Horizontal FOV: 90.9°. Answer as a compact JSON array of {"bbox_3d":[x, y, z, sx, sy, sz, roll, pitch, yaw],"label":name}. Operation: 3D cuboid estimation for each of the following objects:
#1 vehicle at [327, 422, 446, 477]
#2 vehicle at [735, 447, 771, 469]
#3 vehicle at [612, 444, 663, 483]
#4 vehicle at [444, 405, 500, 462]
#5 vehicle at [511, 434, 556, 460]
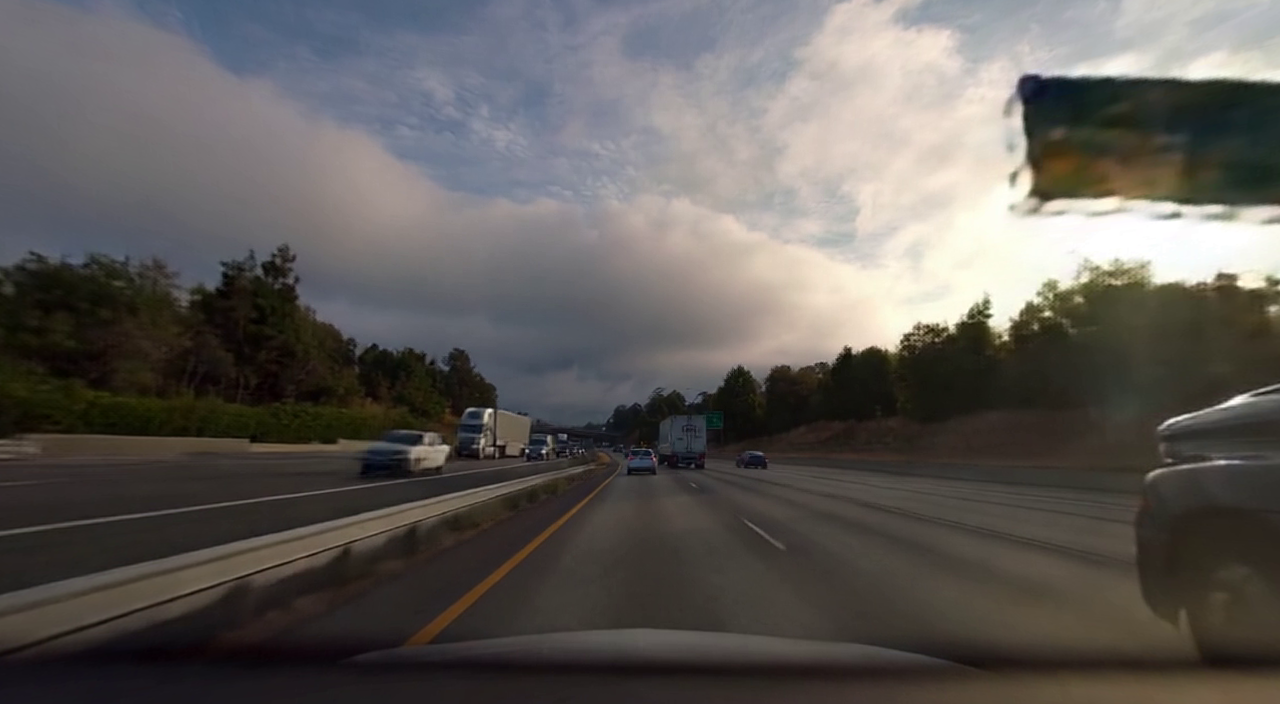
[{"bbox_3d":[-8.021,3.166,20.463,1.948,1.580,4.373,0,-9,1],"label":"vehicle"},{"bbox_3d":[8.820,8.301,49.520,1.902,1.652,3.995,0,-9,-3],"label":"vehicle"},{"bbox_3d":[-0.113,4.944,28.224,2.111,1.599,3.859,0,-9,-1],"label":"vehicle"},{"bbox_3d":[-12.058,5.958,45.609,3.011,3.951,3.378,0,-9,0],"label":"vehicle"},{"bbox_3d":[-8.051,7.289,48.213,2.382,1.802,5.288,0,-9,1],"label":"vehicle"}]
